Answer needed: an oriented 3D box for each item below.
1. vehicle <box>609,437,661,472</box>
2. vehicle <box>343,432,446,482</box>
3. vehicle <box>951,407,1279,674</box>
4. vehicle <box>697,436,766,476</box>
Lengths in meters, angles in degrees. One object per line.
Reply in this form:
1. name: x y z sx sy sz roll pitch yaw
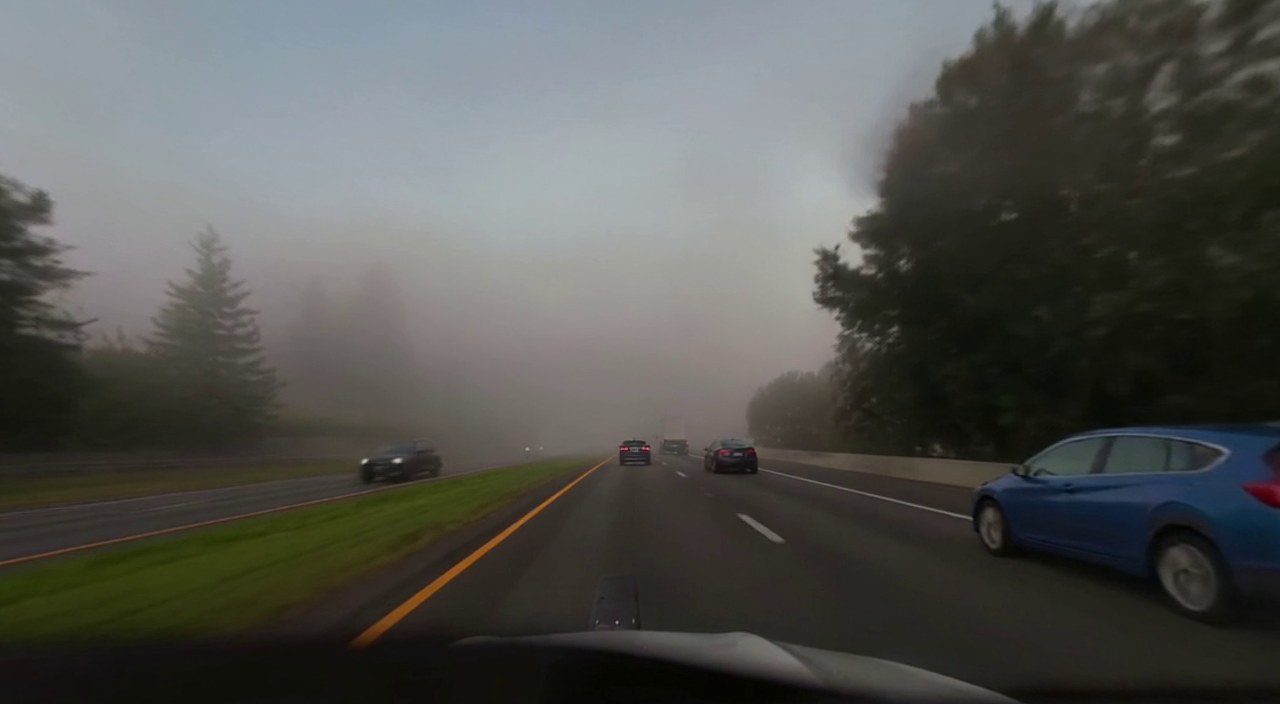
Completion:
1. vehicle: -0.248 4.539 28.284 2.143 1.466 3.693 0 -8 -1
2. vehicle: -9.468 4.066 24.868 2.213 1.760 4.705 0 -8 -1
3. vehicle: 4.665 1.272 5.056 2.066 1.526 4.216 0 -8 -2
4. vehicle: 3.607 4.150 25.651 2.004 1.469 4.472 0 -8 -2
